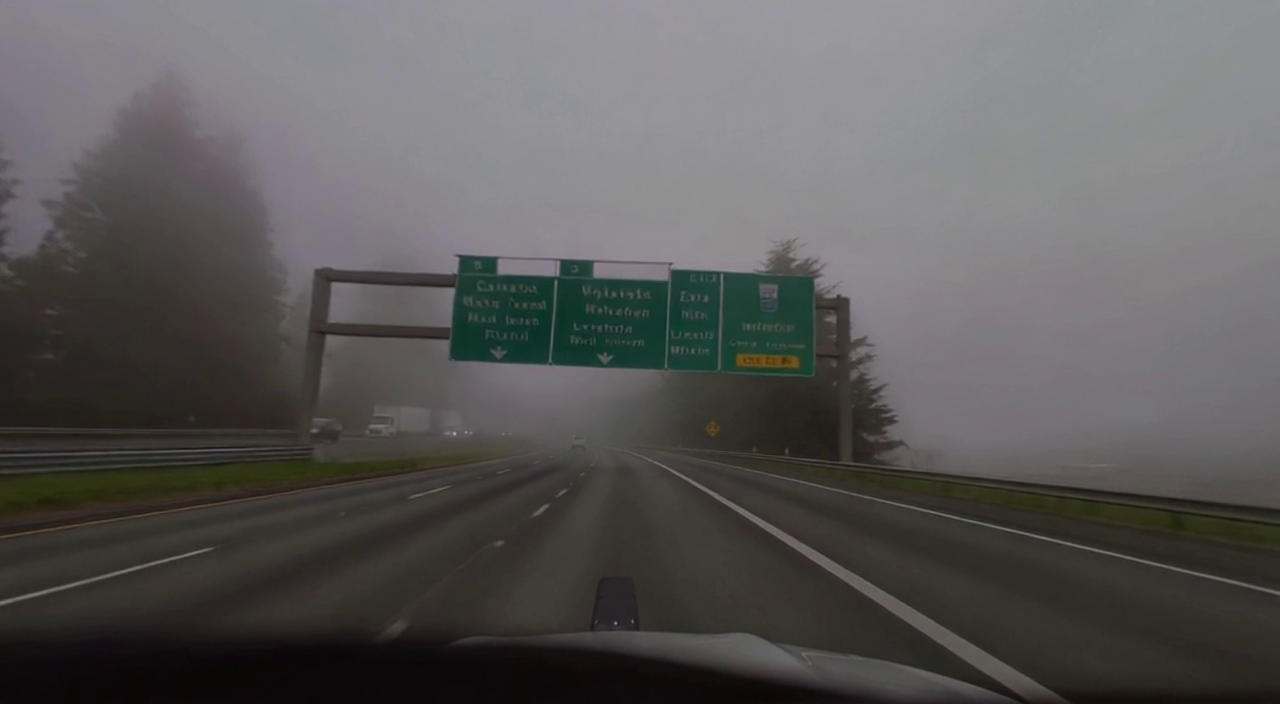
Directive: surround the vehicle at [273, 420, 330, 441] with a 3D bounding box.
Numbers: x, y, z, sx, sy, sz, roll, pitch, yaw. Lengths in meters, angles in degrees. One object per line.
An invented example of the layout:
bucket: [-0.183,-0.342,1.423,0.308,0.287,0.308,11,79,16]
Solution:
vehicle: [-26.392,6.158,49.233,1.784,1.525,5.025,0,-8,-2]
